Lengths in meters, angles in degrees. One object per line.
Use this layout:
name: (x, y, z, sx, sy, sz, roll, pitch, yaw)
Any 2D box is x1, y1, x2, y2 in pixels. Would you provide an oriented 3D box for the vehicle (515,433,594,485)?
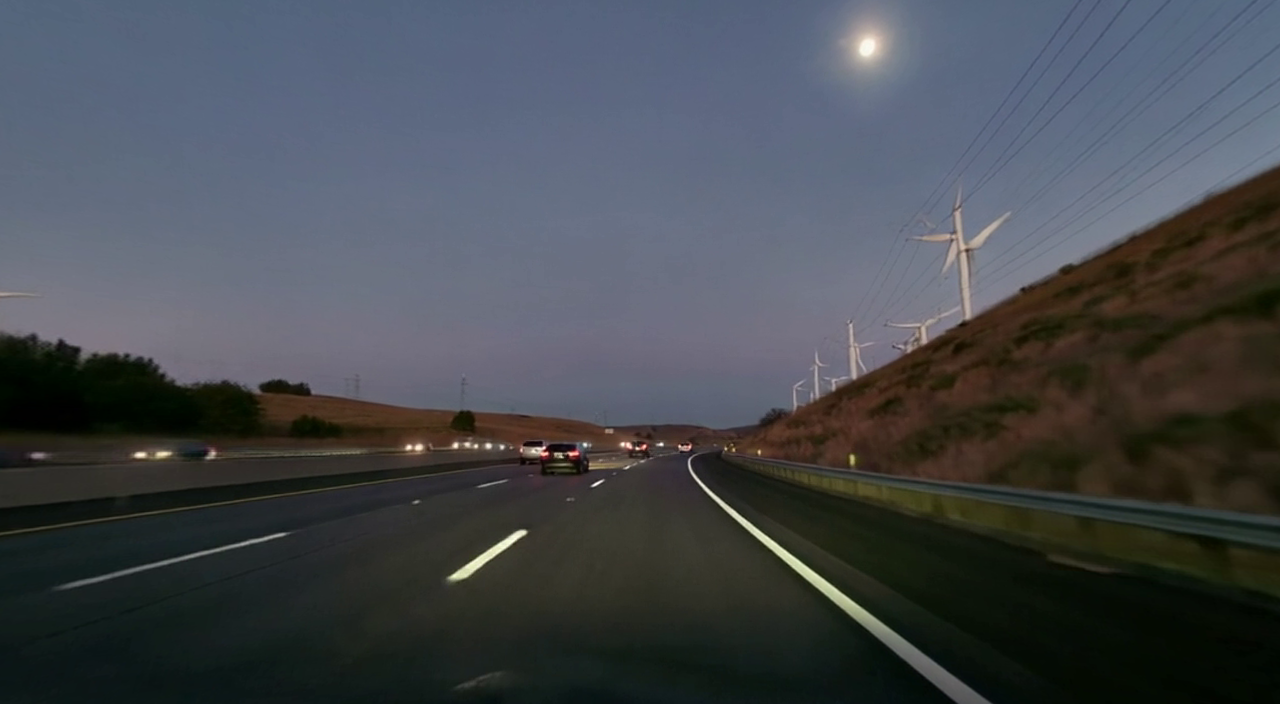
vehicle: (-2.994, 3.865, 23.068, 2.118, 1.702, 4.355, 0, -9, 3)
